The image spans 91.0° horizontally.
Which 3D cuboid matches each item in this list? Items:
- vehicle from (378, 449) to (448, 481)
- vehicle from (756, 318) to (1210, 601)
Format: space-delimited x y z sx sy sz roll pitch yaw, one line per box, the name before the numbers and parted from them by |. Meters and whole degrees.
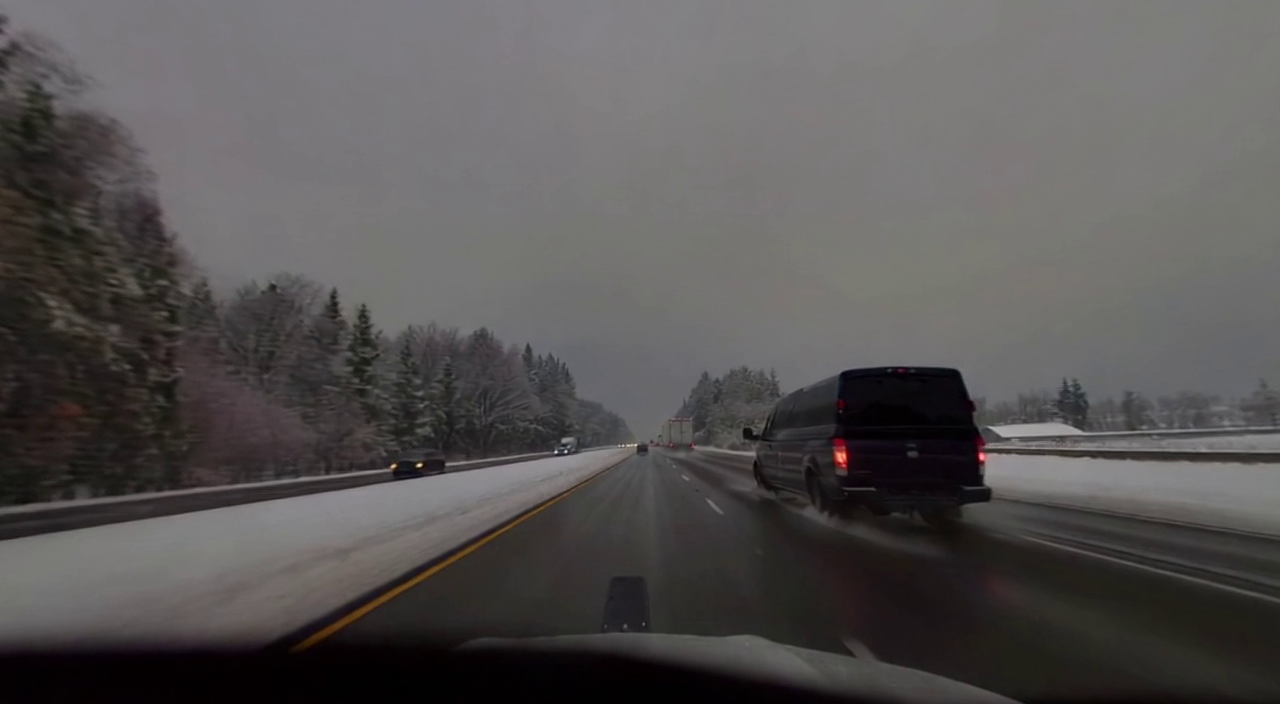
vehicle | -12.049 5.993 33.724 1.915 1.496 4.610 0 -8 1
vehicle | 3.522 1.359 8.675 2.677 2.439 6.402 0 -8 1
